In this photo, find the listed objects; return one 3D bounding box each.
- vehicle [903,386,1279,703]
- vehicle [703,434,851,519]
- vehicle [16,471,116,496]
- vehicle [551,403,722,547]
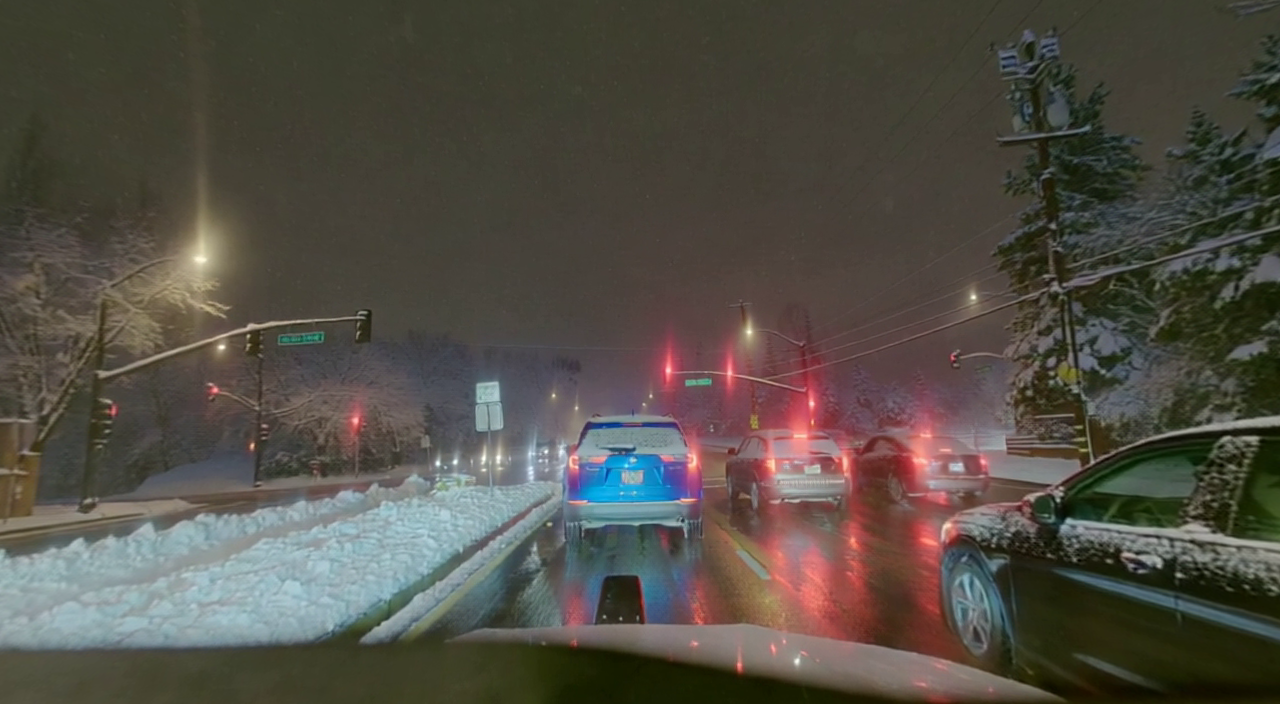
[{"bbox_3d":[2.730,0.853,1.887,2.004,1.460,4.297,0,-9,0],"label":"vehicle"},{"bbox_3d":[2.656,2.541,13.444,2.025,1.477,4.333,0,-9,-2],"label":"vehicle"},{"bbox_3d":[-38.344,8.786,42.315,4.569,1.505,1.992,0,-9,-5],"label":"vehicle"},{"bbox_3d":[-0.121,1.973,10.774,2.236,1.856,4.816,0,-9,-2],"label":"vehicle"}]
